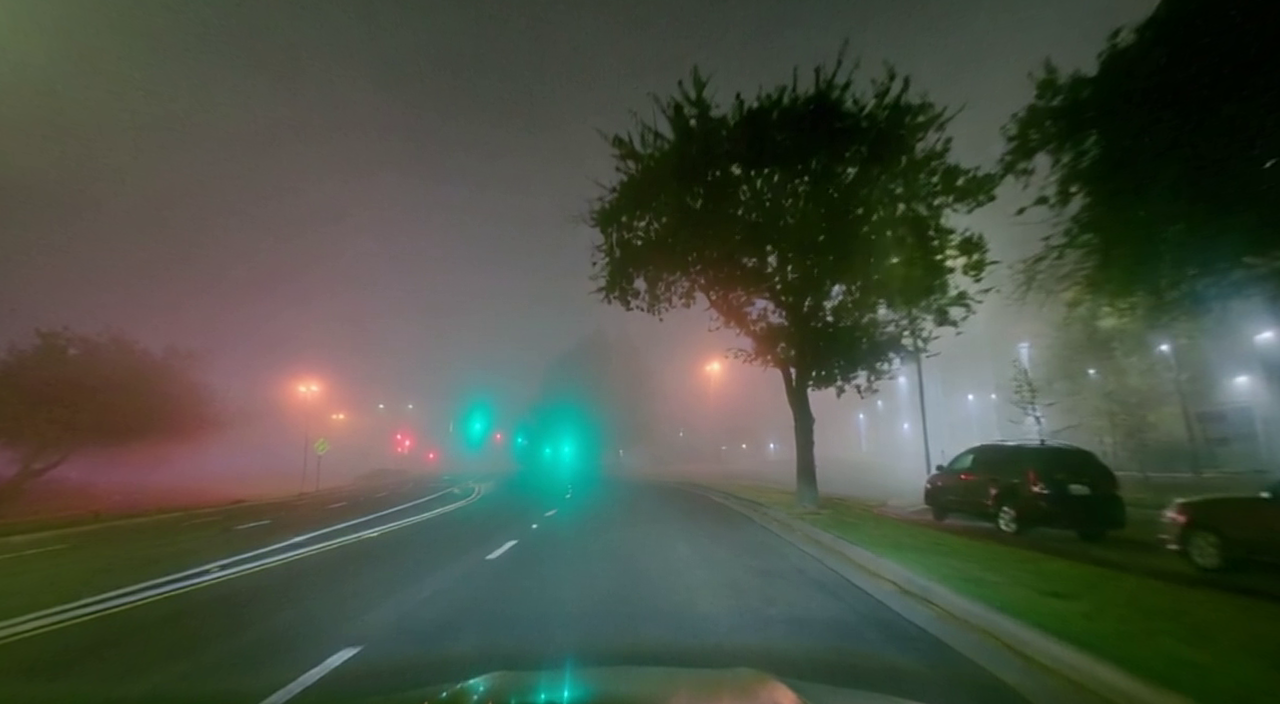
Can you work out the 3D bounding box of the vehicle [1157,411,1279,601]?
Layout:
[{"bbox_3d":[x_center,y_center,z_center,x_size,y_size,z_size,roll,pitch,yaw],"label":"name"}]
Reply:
[{"bbox_3d":[7.560,1.405,5.381,2.193,1.872,4.684,-3,-7,-1],"label":"vehicle"}]

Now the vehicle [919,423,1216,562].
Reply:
[{"bbox_3d":[7.697,2.545,12.364,2.456,2.057,5.270,-3,-8,6],"label":"vehicle"}]
